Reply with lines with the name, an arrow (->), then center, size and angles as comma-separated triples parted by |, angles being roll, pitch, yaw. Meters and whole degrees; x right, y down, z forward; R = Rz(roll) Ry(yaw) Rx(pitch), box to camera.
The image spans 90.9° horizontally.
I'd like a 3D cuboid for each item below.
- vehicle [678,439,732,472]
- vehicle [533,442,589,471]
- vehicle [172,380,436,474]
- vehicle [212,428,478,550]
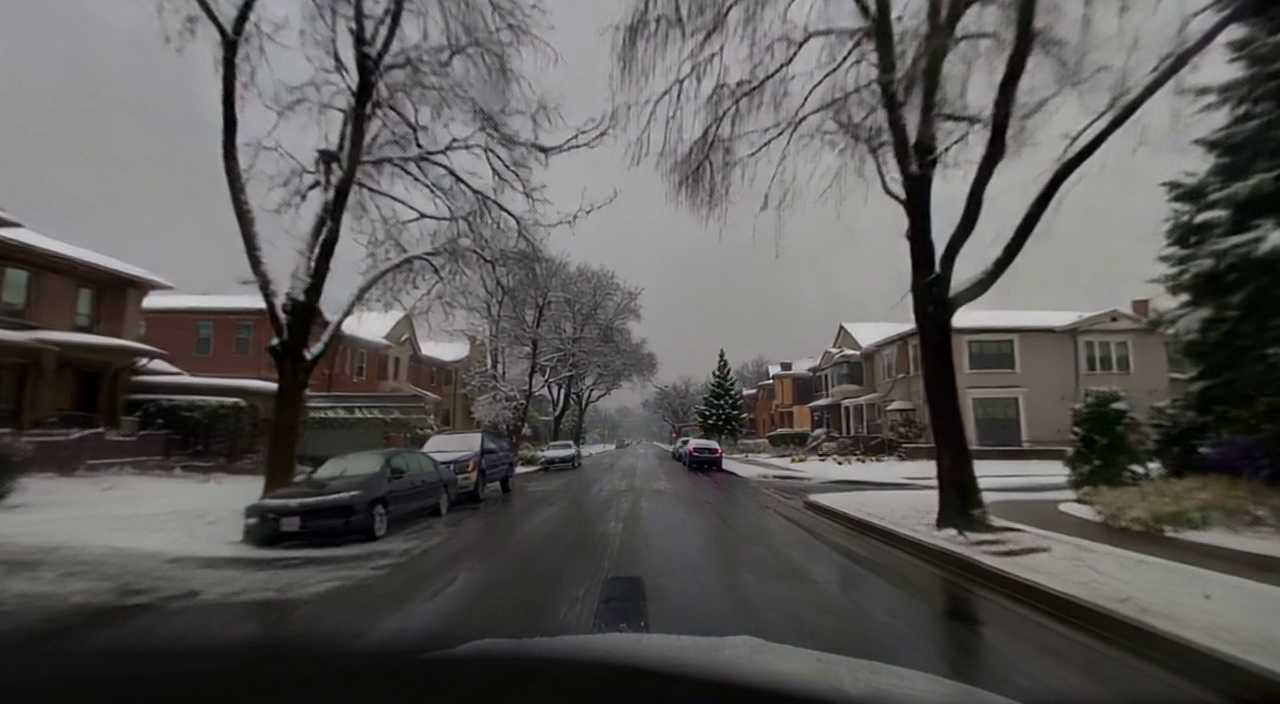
vehicle -> 3.104, 5.096, 31.255 | 2.000, 1.456, 5.251 | 0, -8, -1
vehicle -> -3.849, 5.180, 31.451 | 1.995, 1.330, 4.080 | 0, -8, 3
vehicle -> -10.553, 2.444, 20.417 | 6.780, 2.770, 2.970 | 0, -8, 1
vehicle -> -4.342, 2.080, 10.337 | 2.086, 1.493, 4.582 | -1, -8, 1
